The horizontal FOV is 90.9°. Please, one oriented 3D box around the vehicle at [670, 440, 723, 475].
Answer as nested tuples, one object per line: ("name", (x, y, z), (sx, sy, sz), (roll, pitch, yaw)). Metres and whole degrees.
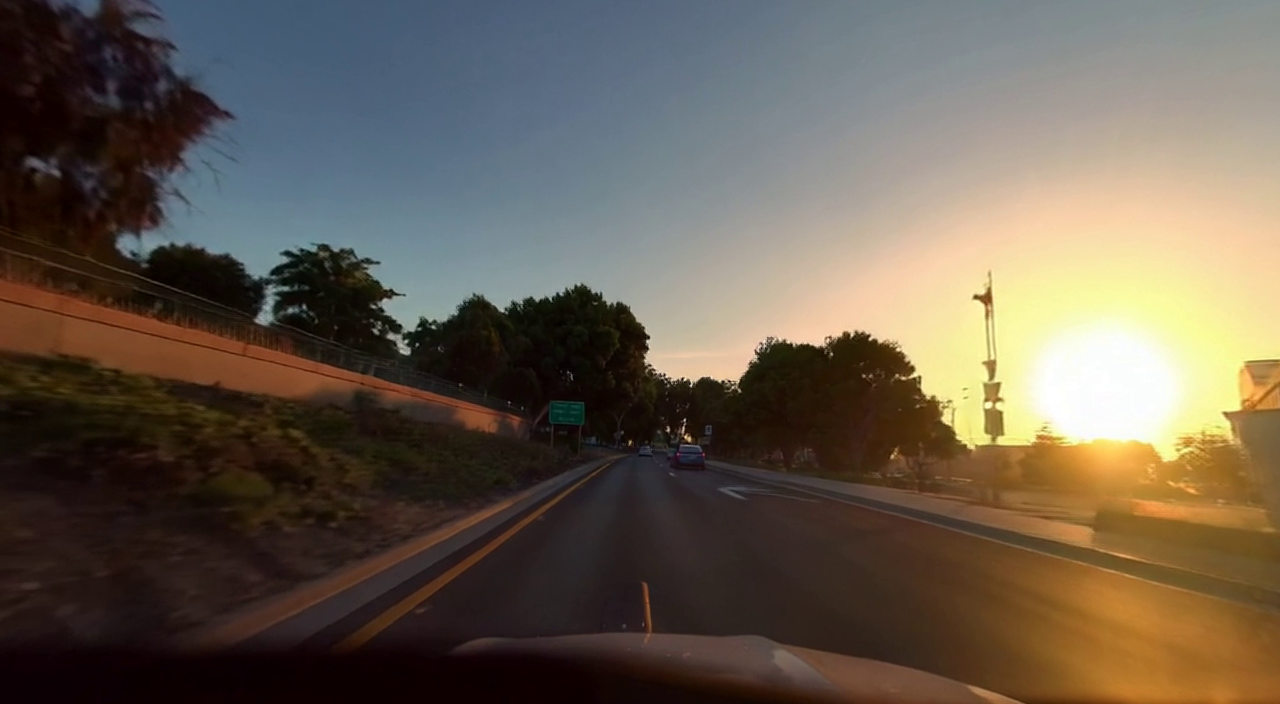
("vehicle", (2.515, 4.839, 29.286), (1.956, 1.473, 4.640), (0, -8, -1))
